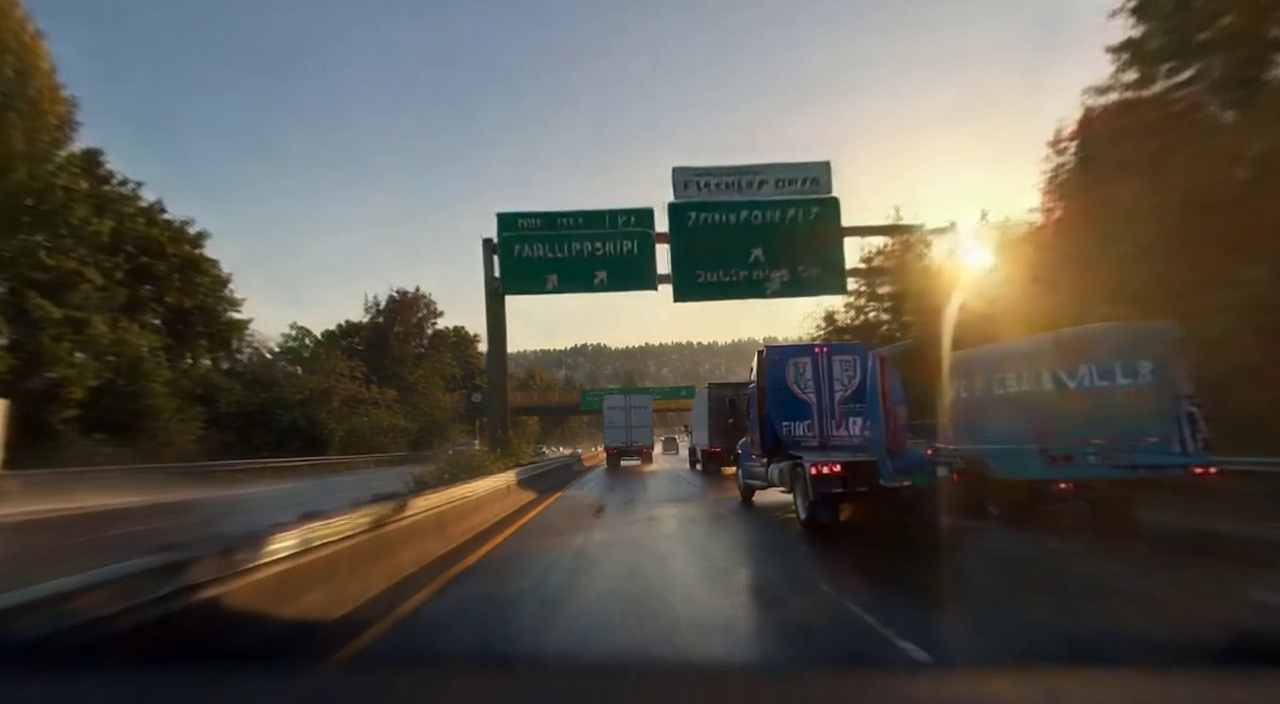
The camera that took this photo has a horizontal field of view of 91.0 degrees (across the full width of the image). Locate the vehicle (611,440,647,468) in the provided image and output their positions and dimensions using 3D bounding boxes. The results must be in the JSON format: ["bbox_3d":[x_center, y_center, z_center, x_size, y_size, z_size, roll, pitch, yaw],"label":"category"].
[{"bbox_3d":[-0.658,5.765,35.796,1.943,1.491,3.459,0,-8,-2],"label":"vehicle"}]

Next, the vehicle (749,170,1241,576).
[{"bbox_3d":[4.257,0.744,10.819,2.853,4.086,9.078,0,-8,-1],"label":"vehicle"}]

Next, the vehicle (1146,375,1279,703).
[{"bbox_3d":[4.793,0.919,3.098,4.253,1.543,2.045,4,-9,-30],"label":"vehicle"}]
